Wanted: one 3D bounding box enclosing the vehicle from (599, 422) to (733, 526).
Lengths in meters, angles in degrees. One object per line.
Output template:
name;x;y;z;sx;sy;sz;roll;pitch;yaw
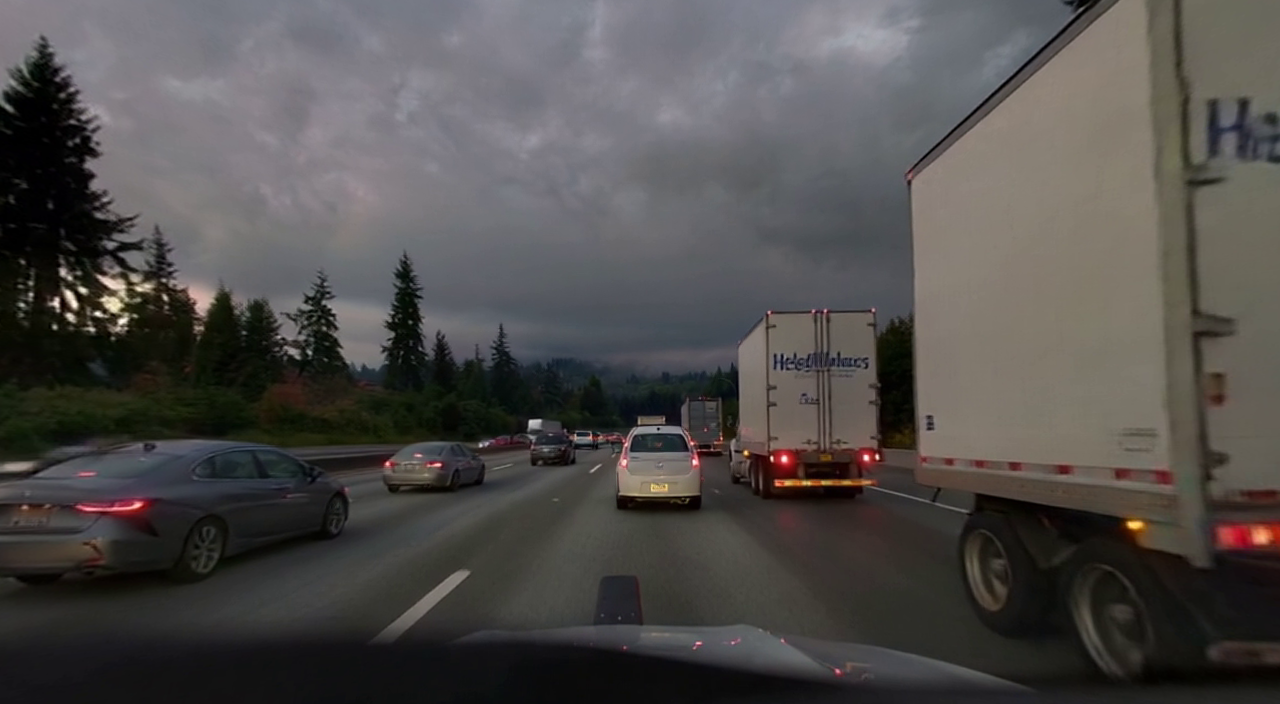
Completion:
vehicle;0.351;2.040;11.111;1.973;1.505;3.568;0;-8;-1

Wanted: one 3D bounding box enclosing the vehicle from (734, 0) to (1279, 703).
vehicle;4.034;0.604;9.898;2.817;3.989;14.321;0;-8;-1

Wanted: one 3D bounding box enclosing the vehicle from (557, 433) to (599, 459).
vehicle;-3.795;5.815;39.211;2.005;1.475;4.466;0;-8;2

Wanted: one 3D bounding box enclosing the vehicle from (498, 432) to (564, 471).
vehicle;-4.509;4.155;26.731;1.887;1.493;4.411;0;-8;1

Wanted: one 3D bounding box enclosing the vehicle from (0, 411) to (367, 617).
vehicle;-4.583;1.455;6.572;1.821;1.514;3.677;0;-8;0

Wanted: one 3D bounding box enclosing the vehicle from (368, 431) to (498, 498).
vehicle;-5.025;2.747;15.940;1.880;1.458;3.978;0;-8;1
